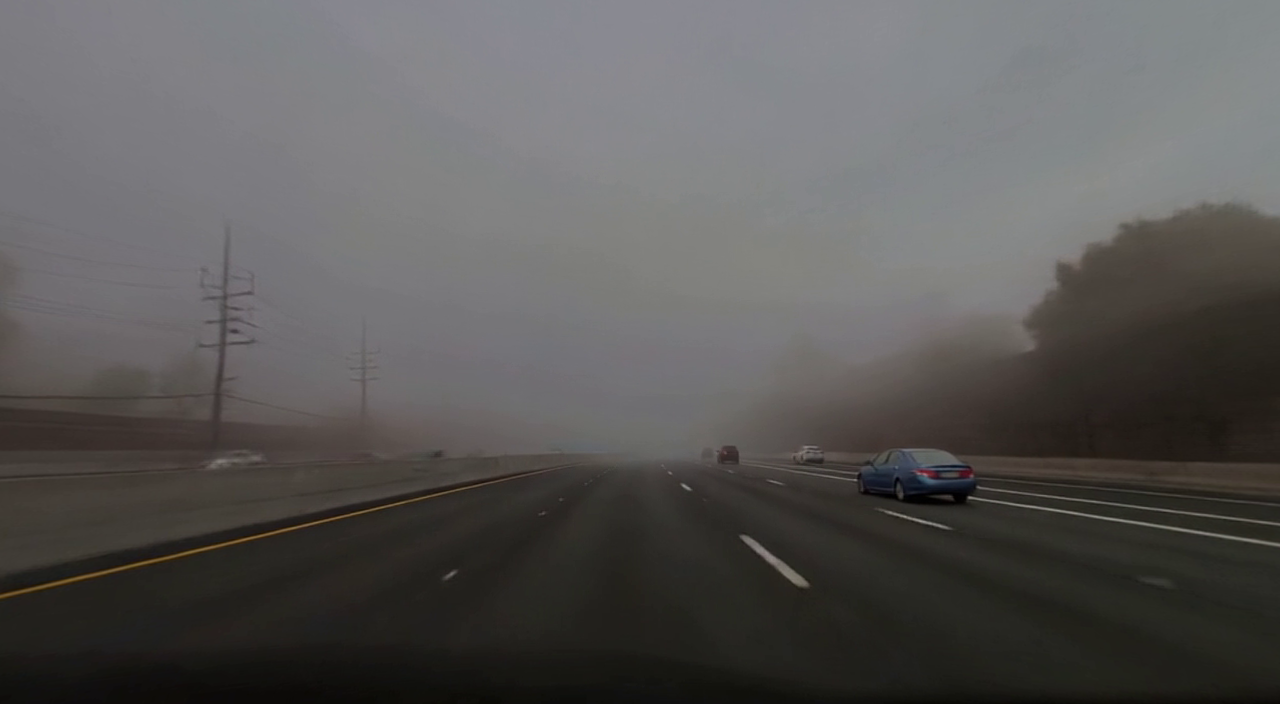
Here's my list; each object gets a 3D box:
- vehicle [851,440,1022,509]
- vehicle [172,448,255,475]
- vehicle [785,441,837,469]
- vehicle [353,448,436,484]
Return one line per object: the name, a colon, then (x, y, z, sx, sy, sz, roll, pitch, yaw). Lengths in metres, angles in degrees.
vehicle: (7.231, 3.015, 16.093, 2.047, 1.479, 4.593, 0, -9, -1)
vehicle: (-25.573, 6.551, 38.087, 1.770, 1.452, 4.443, 0, -9, 1)
vehicle: (11.158, 6.726, 41.449, 2.151, 1.734, 4.519, 0, -9, 0)
vehicle: (-10.865, 5.062, 28.350, 1.908, 1.433, 4.394, 0, -9, 1)
